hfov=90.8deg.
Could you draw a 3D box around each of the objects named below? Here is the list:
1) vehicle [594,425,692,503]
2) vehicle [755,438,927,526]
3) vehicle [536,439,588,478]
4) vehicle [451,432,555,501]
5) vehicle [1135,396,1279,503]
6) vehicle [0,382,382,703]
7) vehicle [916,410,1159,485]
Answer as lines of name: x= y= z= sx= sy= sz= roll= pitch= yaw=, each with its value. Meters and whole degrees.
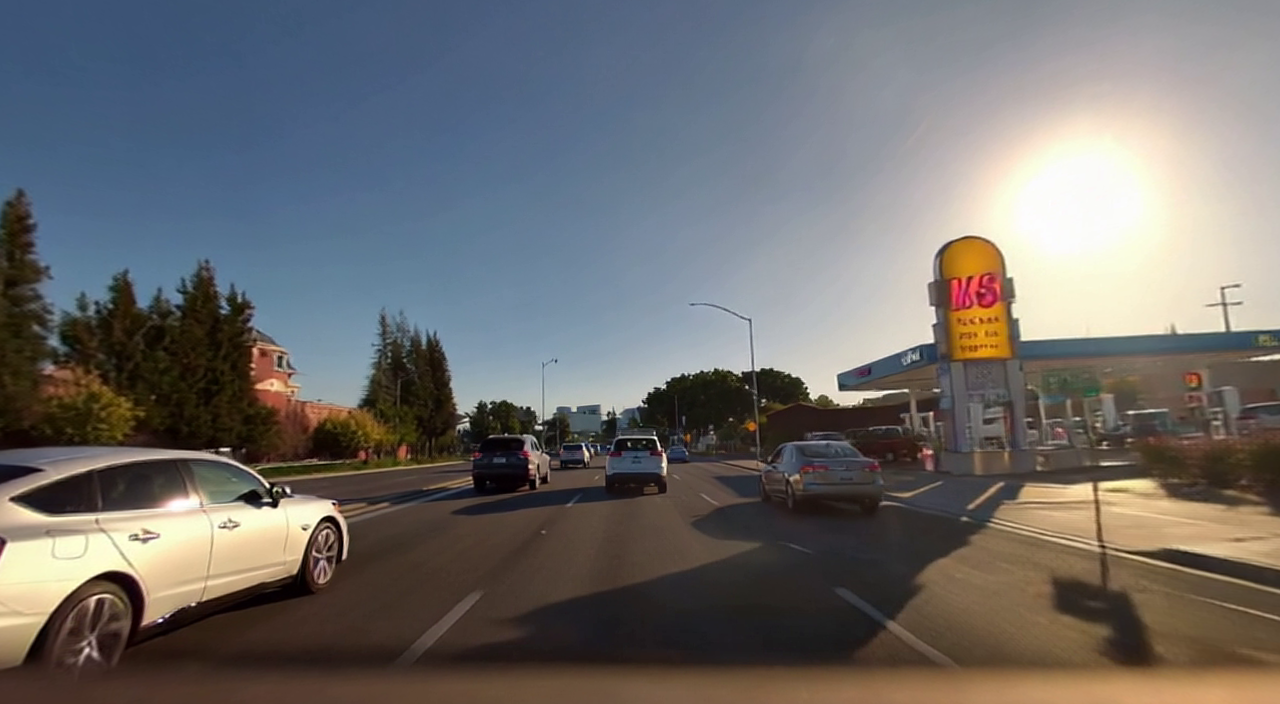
vehicle: x=0.047 y=2.938 z=16.968 sx=2.279 sy=1.803 sz=4.254 roll=0 pitch=-8 yaw=-1
vehicle: x=3.791 y=2.522 z=12.925 sx=1.888 sy=1.456 sz=4.589 roll=0 pitch=-8 yaw=-2
vehicle: x=-3.524 y=4.876 z=29.132 sx=1.871 sy=1.673 sz=3.920 roll=0 pitch=-8 yaw=0
vehicle: x=-3.668 y=3.145 z=17.755 sx=1.932 sy=1.695 sz=4.150 roll=0 pitch=-8 yaw=1
vehicle: x=11.626 y=1.714 z=11.170 sx=1.918 sy=1.765 sz=4.668 roll=0 pitch=-8 yaw=0
vehicle: x=-3.590 y=1.191 z=4.427 sx=1.864 sy=1.574 sz=4.031 roll=0 pitch=-8 yaw=0
vehicle: x=12.306 y=3.042 z=19.948 sx=5.966 sy=1.991 sz=2.353 roll=-9 pitch=-12 yaw=43
